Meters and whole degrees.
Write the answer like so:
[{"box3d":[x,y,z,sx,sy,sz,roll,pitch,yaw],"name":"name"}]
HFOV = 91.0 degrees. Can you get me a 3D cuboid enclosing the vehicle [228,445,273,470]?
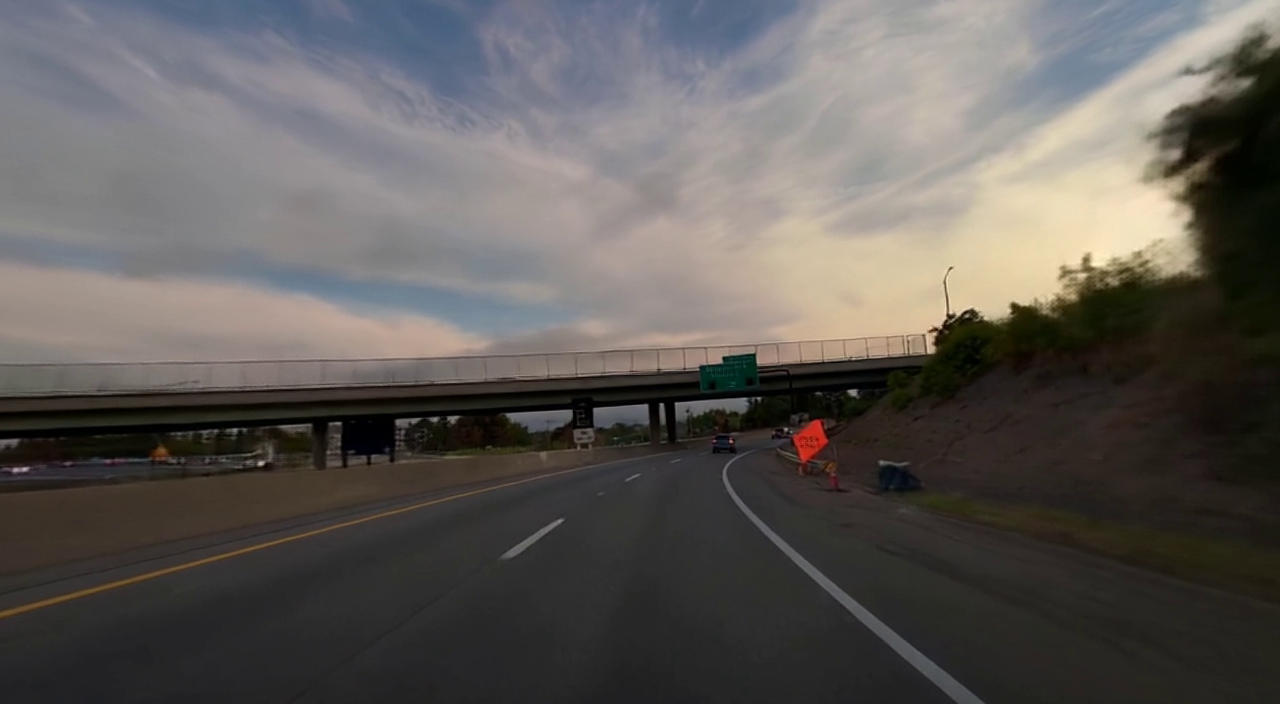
[{"box3d":[-29.798,8.025,48.225,1.878,1.761,4.049,2,-8,-17],"name":"vehicle"}]
